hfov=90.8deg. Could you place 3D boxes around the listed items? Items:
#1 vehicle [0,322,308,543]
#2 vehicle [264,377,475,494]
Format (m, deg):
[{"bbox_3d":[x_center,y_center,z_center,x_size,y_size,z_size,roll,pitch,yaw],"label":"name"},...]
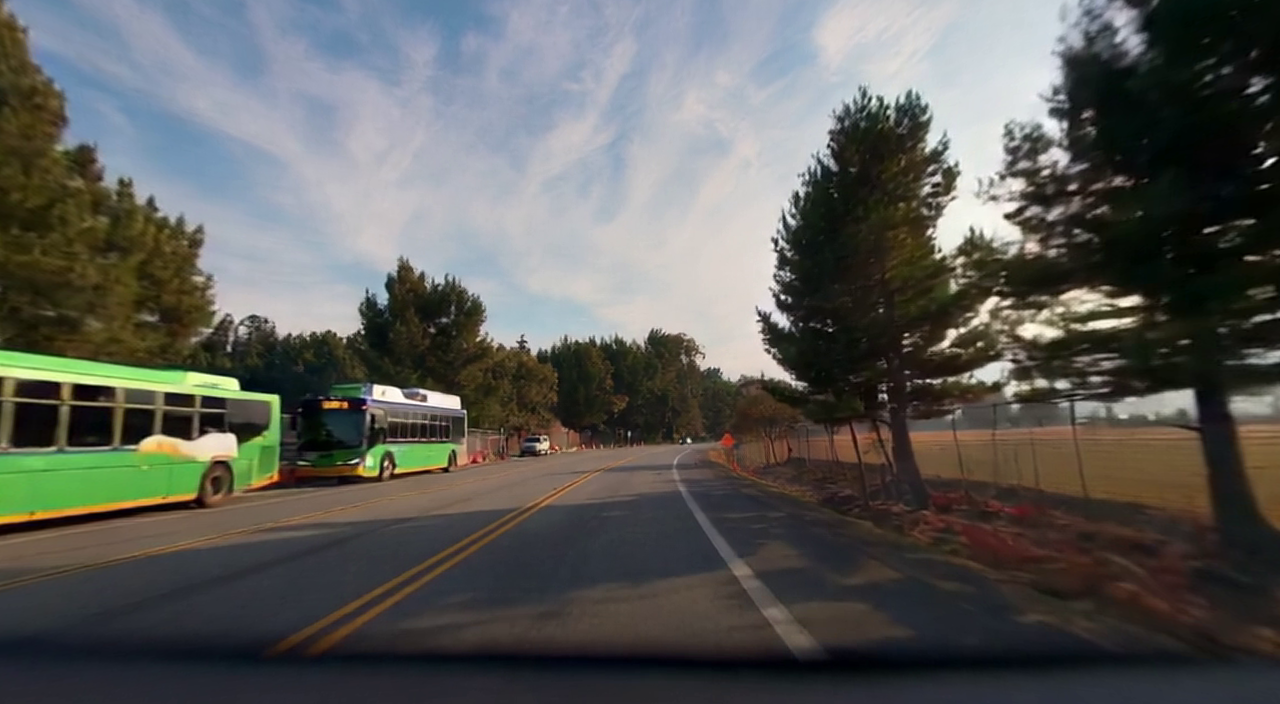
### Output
[{"bbox_3d":[-10.861,1.557,11.851,3.057,3.290,9.617,-2,-8,7],"label":"vehicle"},{"bbox_3d":[-10.344,3.445,26.470,3.092,3.562,12.230,-4,-7,2],"label":"vehicle"}]
